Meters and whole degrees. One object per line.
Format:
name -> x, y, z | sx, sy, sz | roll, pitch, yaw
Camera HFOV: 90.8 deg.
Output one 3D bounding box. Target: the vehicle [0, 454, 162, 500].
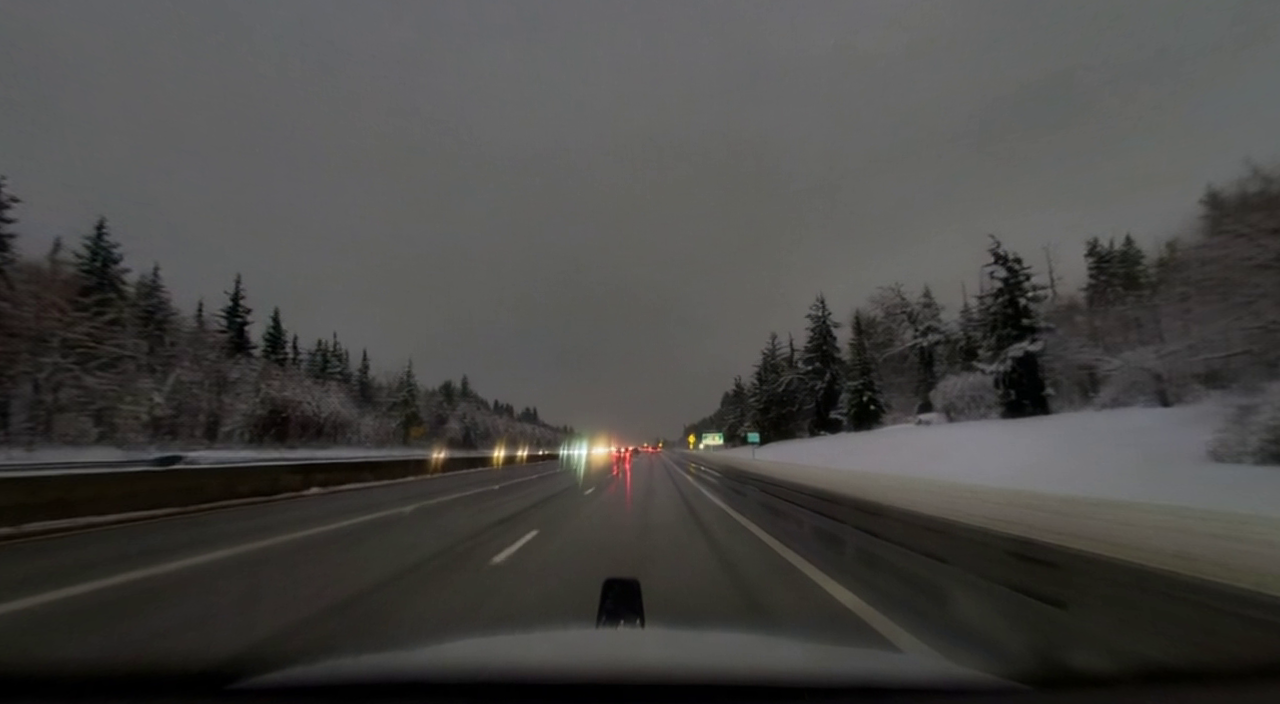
vehicle -> -19.888, 4.409, 22.705 | 1.906, 1.471, 4.320 | 0, -9, 1
